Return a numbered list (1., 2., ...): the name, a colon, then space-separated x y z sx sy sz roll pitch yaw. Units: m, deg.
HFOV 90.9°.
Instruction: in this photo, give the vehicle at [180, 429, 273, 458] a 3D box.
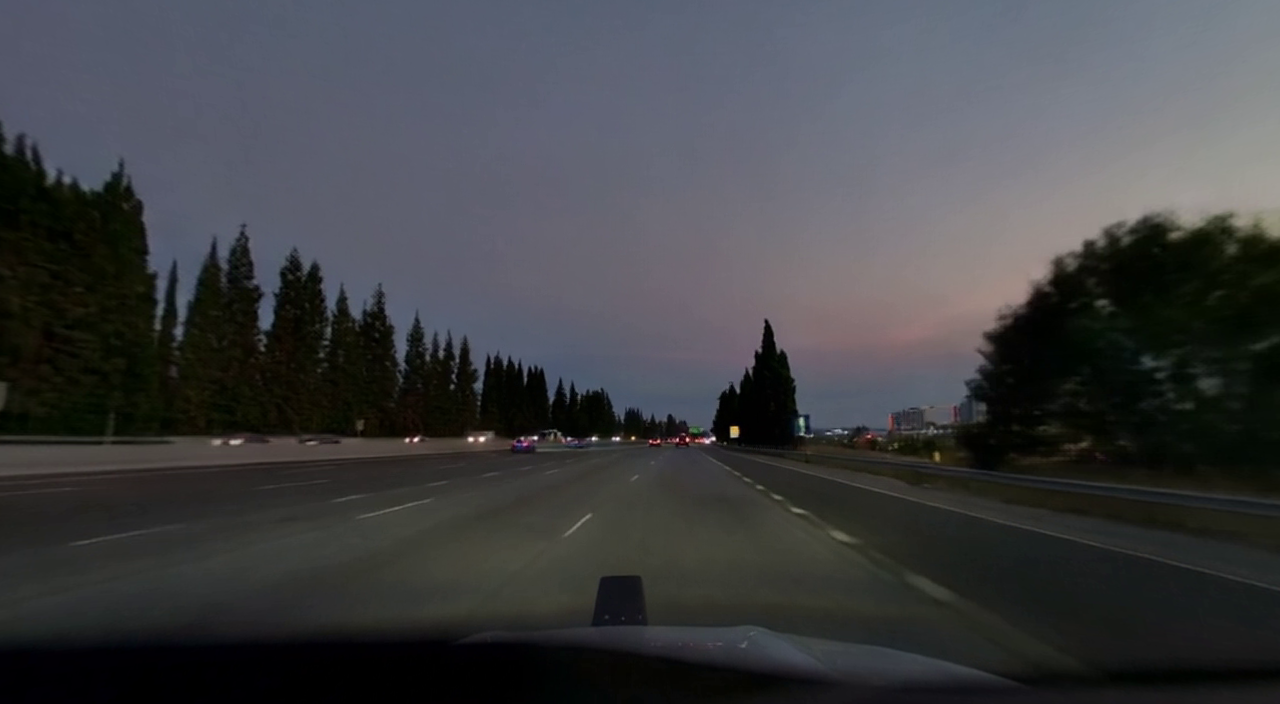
1. vehicle: -25.798 5.764 39.566 2.385 1.674 4.715 -1 -8 5
